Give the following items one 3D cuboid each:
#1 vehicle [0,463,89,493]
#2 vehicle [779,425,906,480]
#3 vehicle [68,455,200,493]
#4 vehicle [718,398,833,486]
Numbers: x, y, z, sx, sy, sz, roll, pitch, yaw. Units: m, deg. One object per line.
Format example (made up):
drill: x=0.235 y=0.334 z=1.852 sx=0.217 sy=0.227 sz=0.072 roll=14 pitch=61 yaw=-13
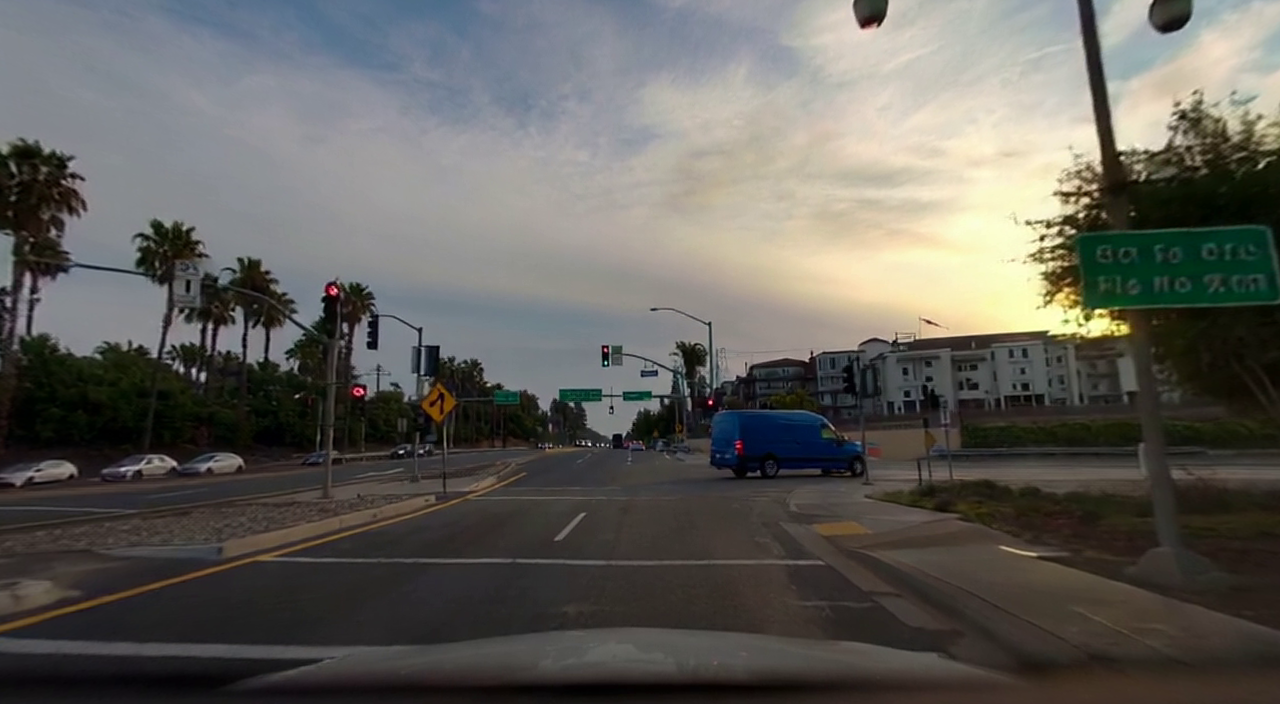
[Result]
vehicle: x=-32.741 y=6.733 z=33.928 sx=4.283 sy=1.497 sz=1.964 roll=0 pitch=-9 yaw=-2
vehicle: x=9.019 y=4.408 z=27.843 sx=6.055 sy=2.140 sz=2.266 roll=7 pitch=-11 yaw=-38
vehicle: x=-22.184 y=5.280 z=27.725 sx=4.881 sy=1.477 sz=2.204 roll=-3 pitch=-9 yaw=20
vehicle: x=5.224 y=3.440 z=24.138 sx=2.606 sy=3.020 sz=4.180 roll=-7 pitch=-11 yaw=39
